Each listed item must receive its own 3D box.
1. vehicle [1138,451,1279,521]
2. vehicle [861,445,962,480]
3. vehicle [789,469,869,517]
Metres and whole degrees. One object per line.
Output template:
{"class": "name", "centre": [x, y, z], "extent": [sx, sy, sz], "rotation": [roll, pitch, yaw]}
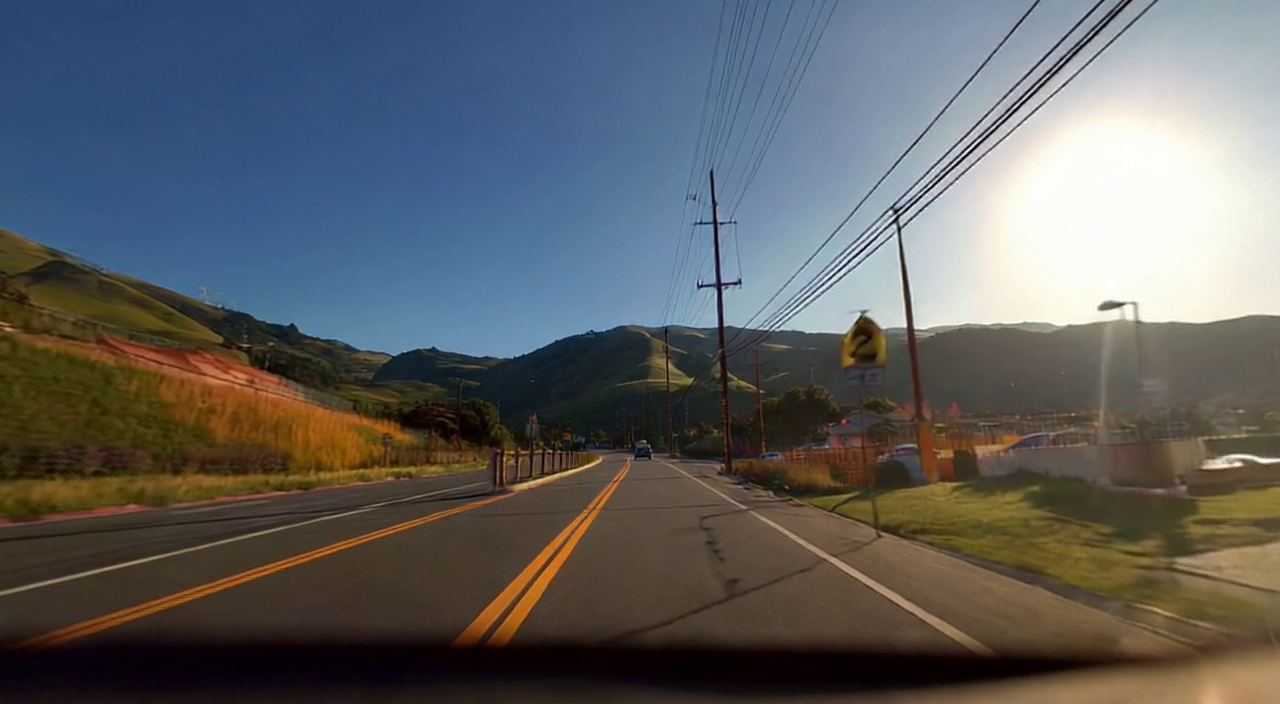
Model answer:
{"class": "vehicle", "centre": [15.536, 3.338, 15.981], "extent": [4.145, 1.599, 1.982], "rotation": [0, -9, 0]}
{"class": "vehicle", "centre": [15.450, 6.293, 36.125], "extent": [4.798, 1.934, 1.908], "rotation": [0, -9, 0]}
{"class": "vehicle", "centre": [6.829, 5.096, 23.254], "extent": [1.781, 1.432, 4.169], "rotation": [0, -9, 2]}
